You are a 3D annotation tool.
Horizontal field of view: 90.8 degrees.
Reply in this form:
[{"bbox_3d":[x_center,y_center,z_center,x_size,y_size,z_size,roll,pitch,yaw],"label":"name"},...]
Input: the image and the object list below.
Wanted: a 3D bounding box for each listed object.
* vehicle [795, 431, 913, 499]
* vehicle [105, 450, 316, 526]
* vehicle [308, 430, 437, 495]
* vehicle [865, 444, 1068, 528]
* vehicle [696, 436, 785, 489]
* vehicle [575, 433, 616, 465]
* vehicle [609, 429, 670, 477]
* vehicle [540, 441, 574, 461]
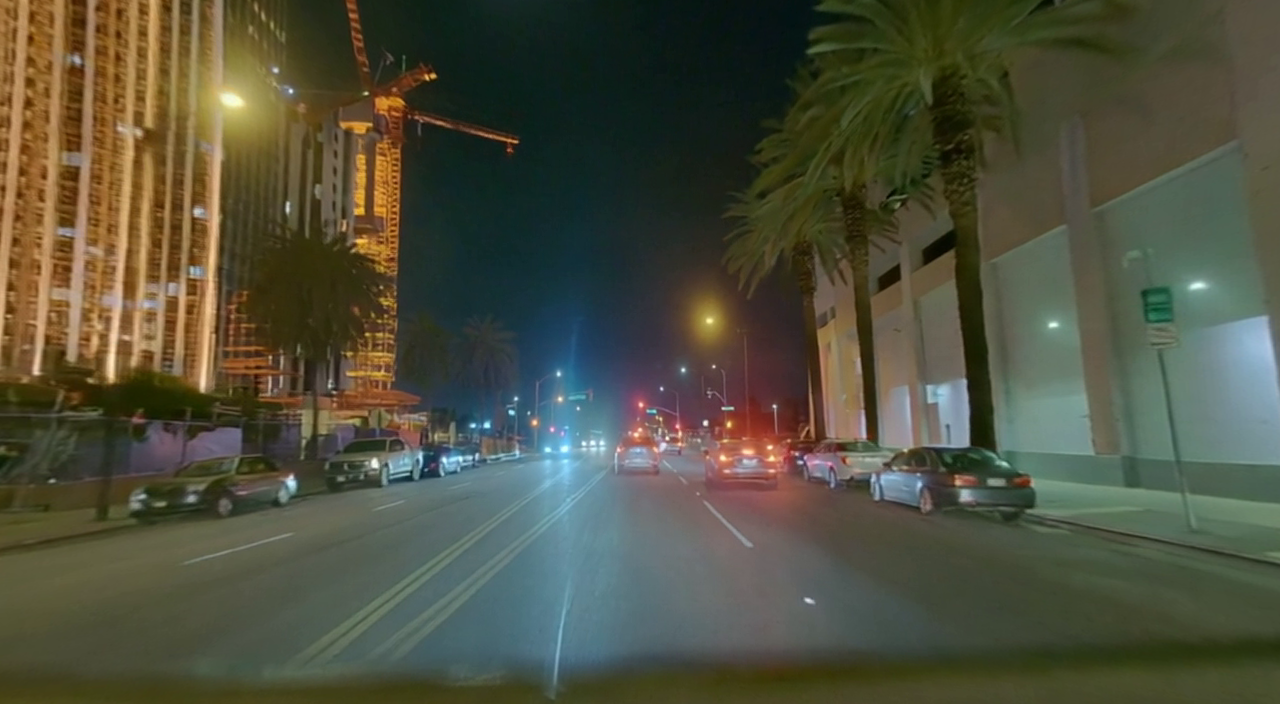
[{"bbox_3d":[6.290,3.349,19.182,1.886,1.792,4.525,0,-8,-1],"label":"vehicle"},{"bbox_3d":[-9.942,3.142,15.225,1.804,1.478,4.734,0,-8,-1],"label":"vehicle"},{"bbox_3d":[-10.045,4.260,24.397,2.294,1.948,6.025,-6,-10,0],"label":"vehicle"},{"bbox_3d":[6.439,2.646,13.145,1.819,1.435,4.337,0,-8,-1],"label":"vehicle"},{"bbox_3d":[3.025,3.425,19.893,1.999,1.487,3.939,0,-8,-2],"label":"vehicle"},{"bbox_3d":[-2.687,5.989,39.105,2.180,1.879,4.452,0,-8,1],"label":"vehicle"},{"bbox_3d":[-0.030,4.130,26.057,2.264,1.798,4.258,0,-8,0],"label":"vehicle"},{"bbox_3d":[-6.530,7.805,49.982,2.020,1.486,4.363,0,-8,1],"label":"vehicle"}]
